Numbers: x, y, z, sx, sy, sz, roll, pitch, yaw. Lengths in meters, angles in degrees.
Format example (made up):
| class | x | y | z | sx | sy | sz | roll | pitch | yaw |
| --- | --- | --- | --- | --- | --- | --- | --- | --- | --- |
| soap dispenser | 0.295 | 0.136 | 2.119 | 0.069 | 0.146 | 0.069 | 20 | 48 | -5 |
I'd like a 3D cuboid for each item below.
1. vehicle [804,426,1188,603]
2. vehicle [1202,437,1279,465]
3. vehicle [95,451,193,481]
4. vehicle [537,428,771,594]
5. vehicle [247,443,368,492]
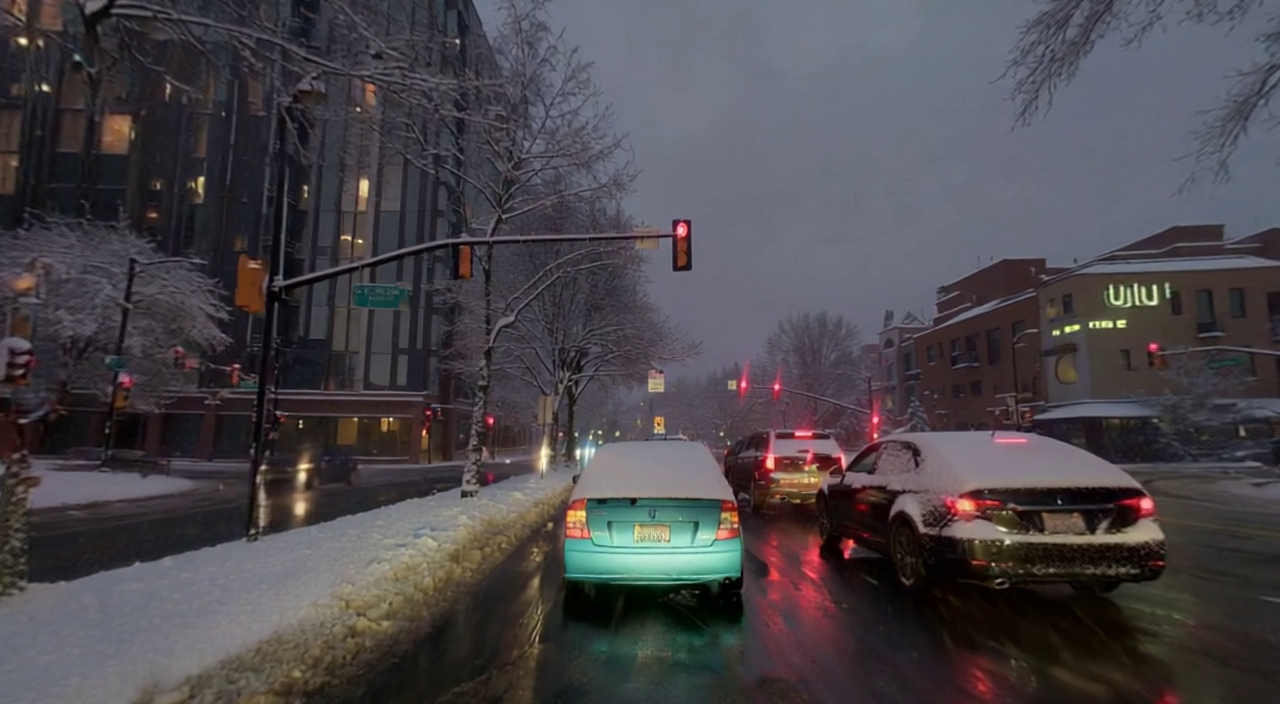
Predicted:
| class | x | y | z | sx | sy | sz | roll | pitch | yaw |
| --- | --- | --- | --- | --- | --- | --- | --- | --- | --- |
| vehicle | 3.648 | 1.738 | 7.737 | 2.018 | 1.491 | 4.544 | 0 | -9 | -1 |
| vehicle | 35.206 | 5.638 | 36.127 | 4.190 | 1.535 | 1.998 | 0 | -9 | -1 |
| vehicle | -26.657 | 6.123 | 34.040 | 3.657 | 1.528 | 1.783 | 1 | -9 | -3 |
| vehicle | 0.091 | 1.732 | 7.733 | 2.087 | 1.468 | 4.014 | 0 | -9 | -1 |
| vehicle | -12.196 | 4.232 | 23.576 | 2.009 | 1.642 | 4.482 | 0 | -9 | 0 |
